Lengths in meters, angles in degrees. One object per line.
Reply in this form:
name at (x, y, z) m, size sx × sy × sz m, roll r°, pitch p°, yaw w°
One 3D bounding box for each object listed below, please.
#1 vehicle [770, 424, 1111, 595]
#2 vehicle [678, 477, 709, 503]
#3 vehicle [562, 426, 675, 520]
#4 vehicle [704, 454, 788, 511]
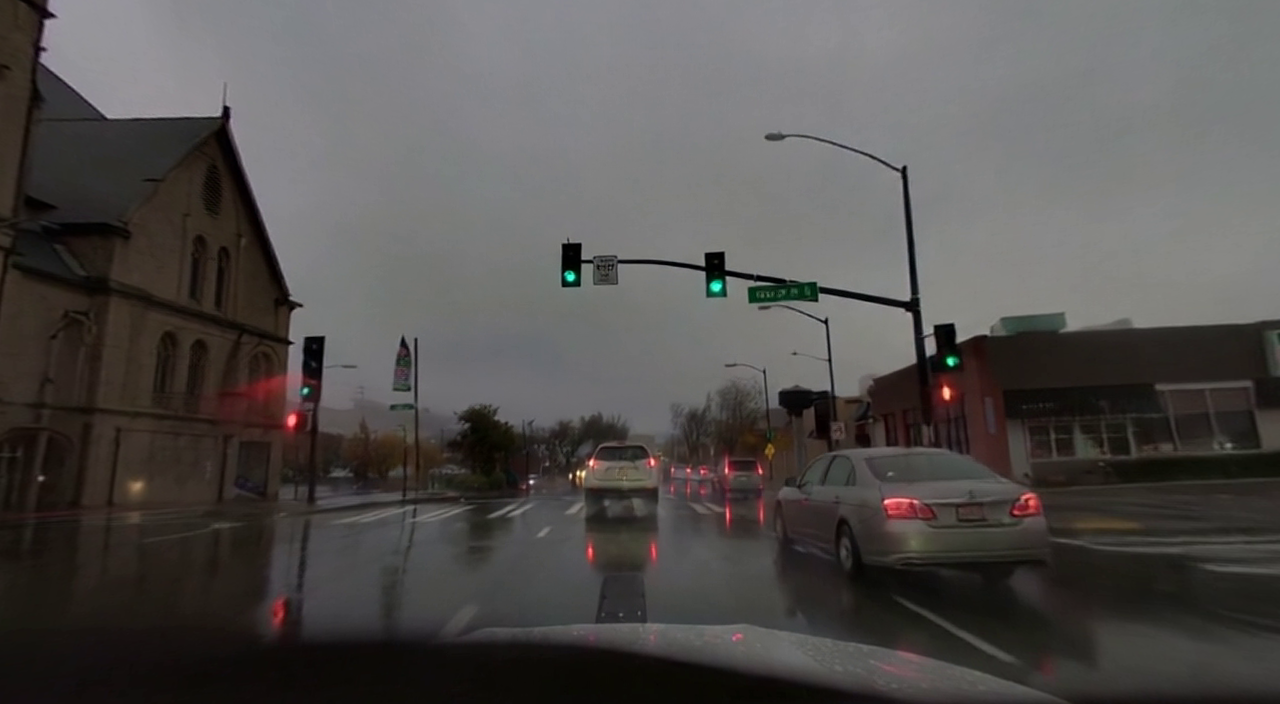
vehicle at (3.100, 1.708, 7.805) m, size 1.883 × 1.472 × 4.471 m, roll 1°, pitch -8°, yaw -2°
vehicle at (4.087, 10.400, 47.732) m, size 2.027 × 1.771 × 4.470 m, roll -1°, pitch -11°, yaw 9°
vehicle at (-0.437, 2.631, 14.273) m, size 2.168 × 1.776 × 4.135 m, roll 0°, pitch -8°, yaw -1°
vehicle at (3.135, 3.937, 19.549) m, size 1.890 × 1.491 × 4.166 m, roll 0°, pitch -8°, yaw 0°
